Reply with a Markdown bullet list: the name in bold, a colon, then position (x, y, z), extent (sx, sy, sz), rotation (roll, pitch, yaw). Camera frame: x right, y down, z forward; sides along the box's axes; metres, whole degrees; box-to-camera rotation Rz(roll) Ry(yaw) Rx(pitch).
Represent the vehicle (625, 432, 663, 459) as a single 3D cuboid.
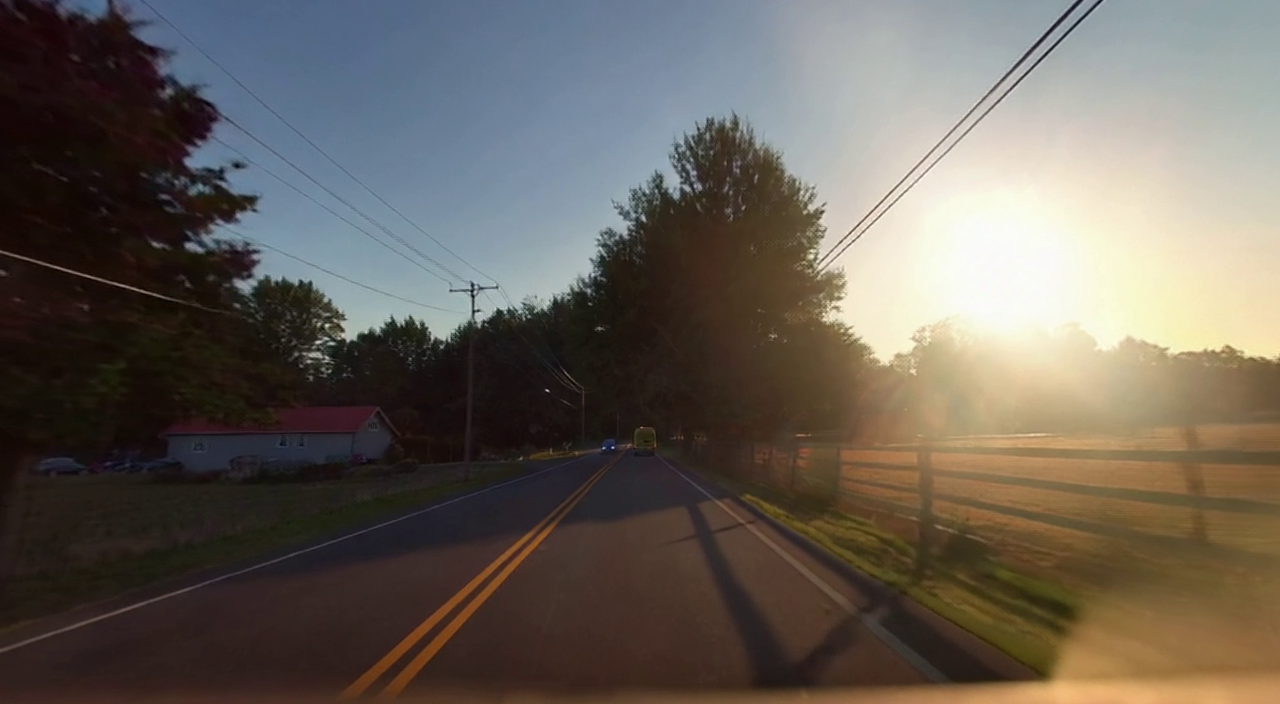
- **vehicle**: position (0.186, 7.008, 47.307), extent (2.649, 1.870, 5.885), rotation (0, -8, -2)
